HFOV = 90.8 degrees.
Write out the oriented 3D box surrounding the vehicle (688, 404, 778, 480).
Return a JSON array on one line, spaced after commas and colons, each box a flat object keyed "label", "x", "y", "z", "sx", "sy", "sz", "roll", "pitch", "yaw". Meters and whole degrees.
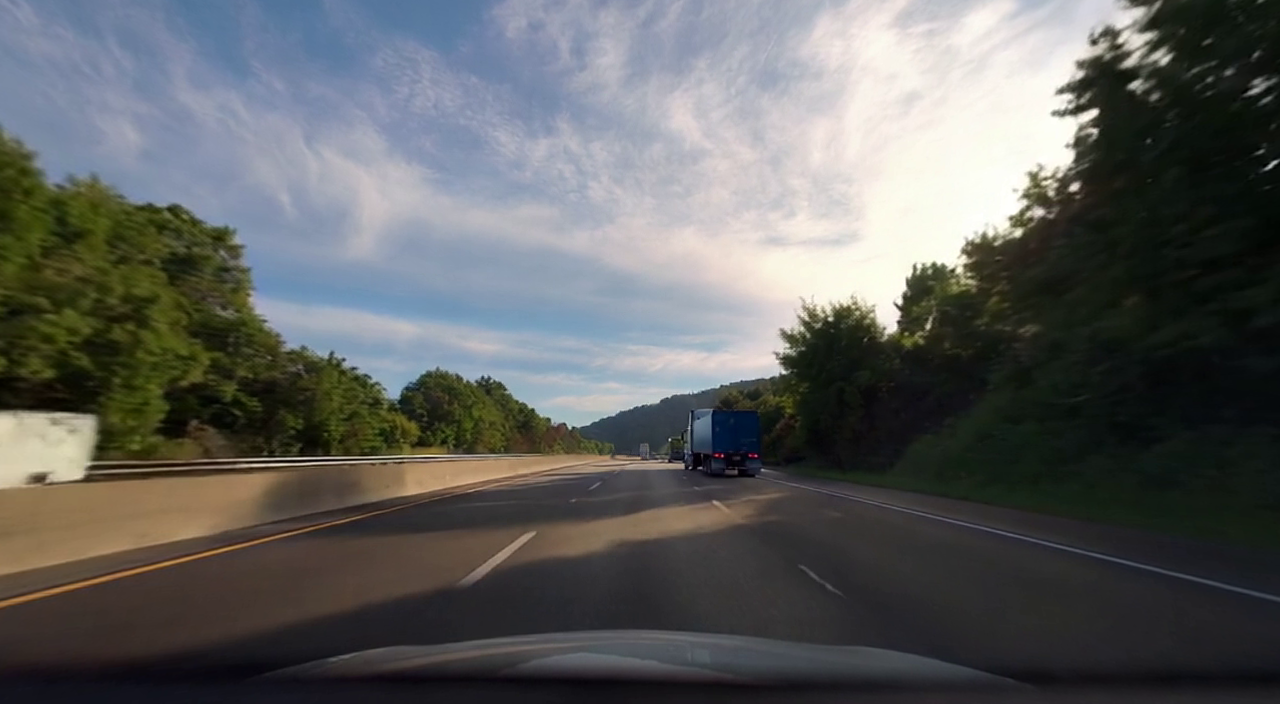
[{"label": "vehicle", "x": 4.698, "y": 5.145, "z": 35.401, "sx": 2.868, "sy": 3.427, "sz": 14.032, "roll": 0, "pitch": -9, "yaw": 0}]
